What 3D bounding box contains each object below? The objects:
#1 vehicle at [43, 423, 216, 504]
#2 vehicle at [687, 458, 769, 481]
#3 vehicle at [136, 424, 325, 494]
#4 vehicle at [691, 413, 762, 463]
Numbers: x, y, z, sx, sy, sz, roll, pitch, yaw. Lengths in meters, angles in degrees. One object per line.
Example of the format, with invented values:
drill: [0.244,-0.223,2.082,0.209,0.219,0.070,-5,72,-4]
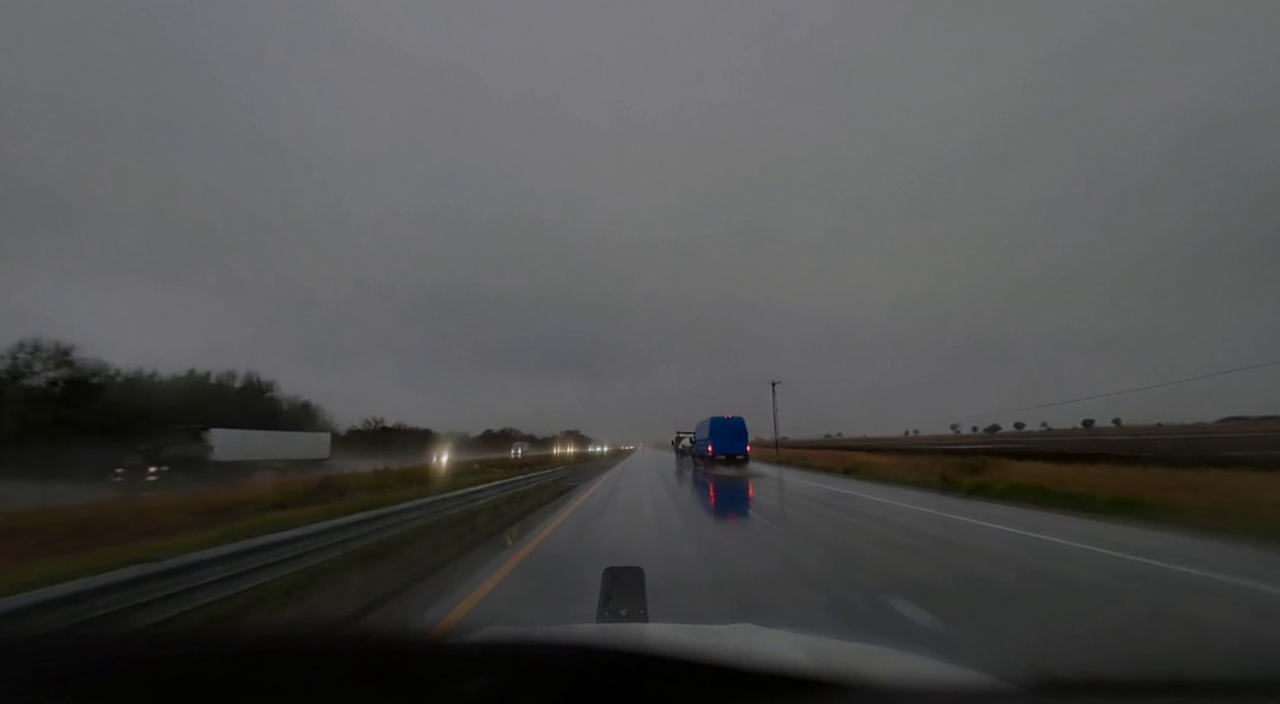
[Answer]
vehicle: [-28.452,6.206,35.851,3.012,4.006,7.964,0,-8,0]
vehicle: [3.863,5.390,29.222,2.702,0.824,6.391,0,-8,-2]
vehicle: [-28.527,7.597,45.847,2.897,4.119,16.263,0,-8,0]
vehicle: [3.837,4.060,29.263,2.444,2.053,5.616,-1,-9,0]
